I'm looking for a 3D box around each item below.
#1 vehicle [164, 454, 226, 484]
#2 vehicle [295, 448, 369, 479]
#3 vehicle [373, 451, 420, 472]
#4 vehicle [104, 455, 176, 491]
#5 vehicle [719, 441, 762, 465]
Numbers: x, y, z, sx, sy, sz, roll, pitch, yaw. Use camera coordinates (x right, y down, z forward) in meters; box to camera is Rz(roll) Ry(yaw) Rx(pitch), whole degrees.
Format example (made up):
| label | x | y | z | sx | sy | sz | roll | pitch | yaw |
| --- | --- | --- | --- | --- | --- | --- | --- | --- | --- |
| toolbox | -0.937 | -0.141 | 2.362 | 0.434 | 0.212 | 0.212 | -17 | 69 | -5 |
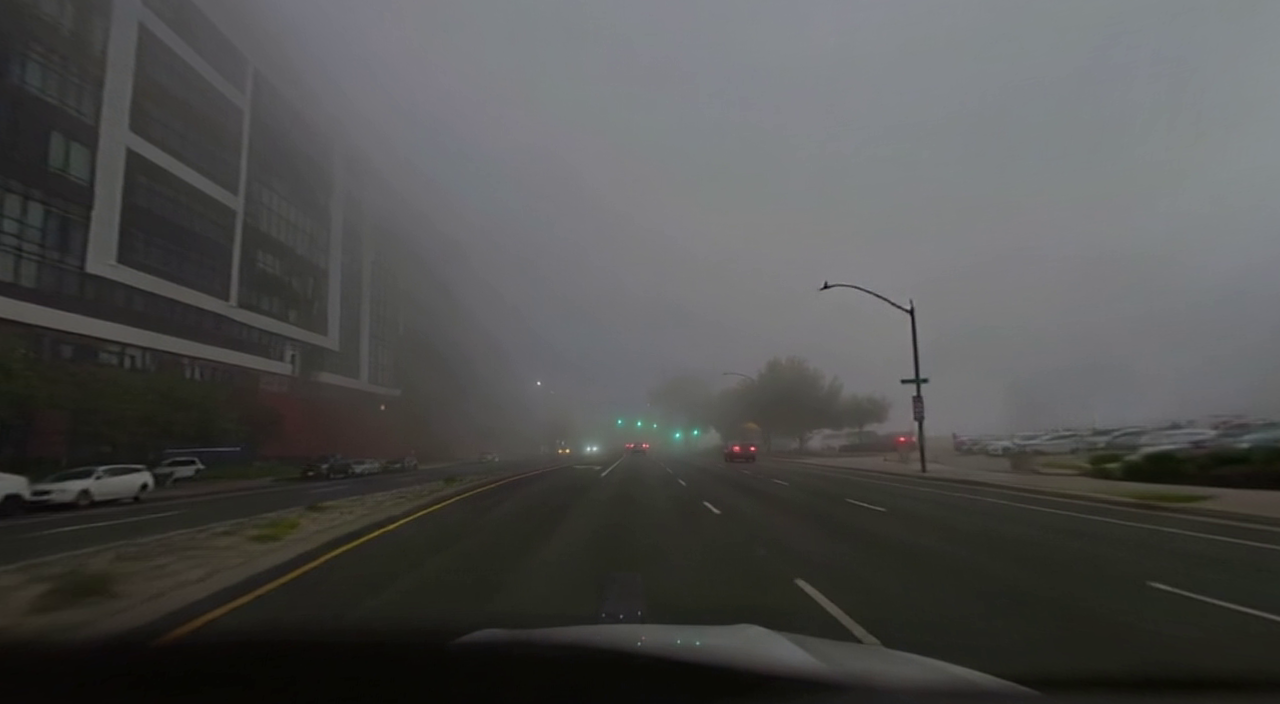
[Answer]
| label | x | y | z | sx | sy | sz | roll | pitch | yaw |
| --- | --- | --- | --- | --- | --- | --- | --- | --- | --- |
| vehicle | -25.697 | 6.749 | 36.634 | 2.099 | 1.561 | 4.013 | 4 | -9 | -24 |
| vehicle | -18.672 | 6.743 | 38.606 | 2.047 | 1.756 | 4.844 | 0 | -9 | 0 |
| vehicle | -18.742 | 8.422 | 48.859 | 1.861 | 1.499 | 4.605 | 0 | -9 | -1 |
| vehicle | -28.088 | 6.765 | 35.667 | 1.959 | 1.677 | 4.861 | 1 | -8 | -24 |
| vehicle | 6.468 | 6.566 | 41.136 | 1.992 | 1.447 | 4.414 | 1 | -9 | -1 |
